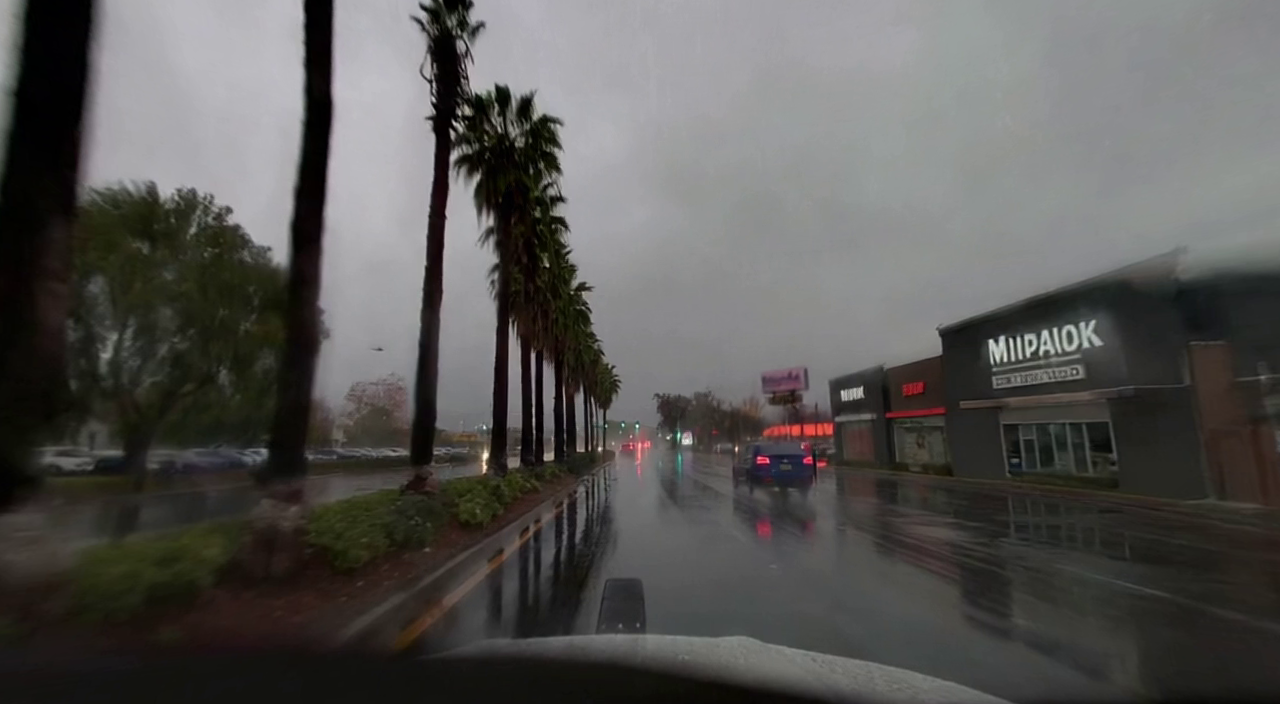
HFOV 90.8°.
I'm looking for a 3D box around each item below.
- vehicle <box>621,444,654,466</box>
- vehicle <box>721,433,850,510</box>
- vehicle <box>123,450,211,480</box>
[{"bbox_3d":[-0.246,7.325,45.232,2.258,1.468,4.076,0,-8,-2],"label":"vehicle"},{"bbox_3d":[3.234,2.749,15.022,1.889,1.541,4.303,0,-9,-2],"label":"vehicle"},{"bbox_3d":[-32.587,7.748,43.562,4.634,1.870,2.177,7,-11,-39],"label":"vehicle"}]
